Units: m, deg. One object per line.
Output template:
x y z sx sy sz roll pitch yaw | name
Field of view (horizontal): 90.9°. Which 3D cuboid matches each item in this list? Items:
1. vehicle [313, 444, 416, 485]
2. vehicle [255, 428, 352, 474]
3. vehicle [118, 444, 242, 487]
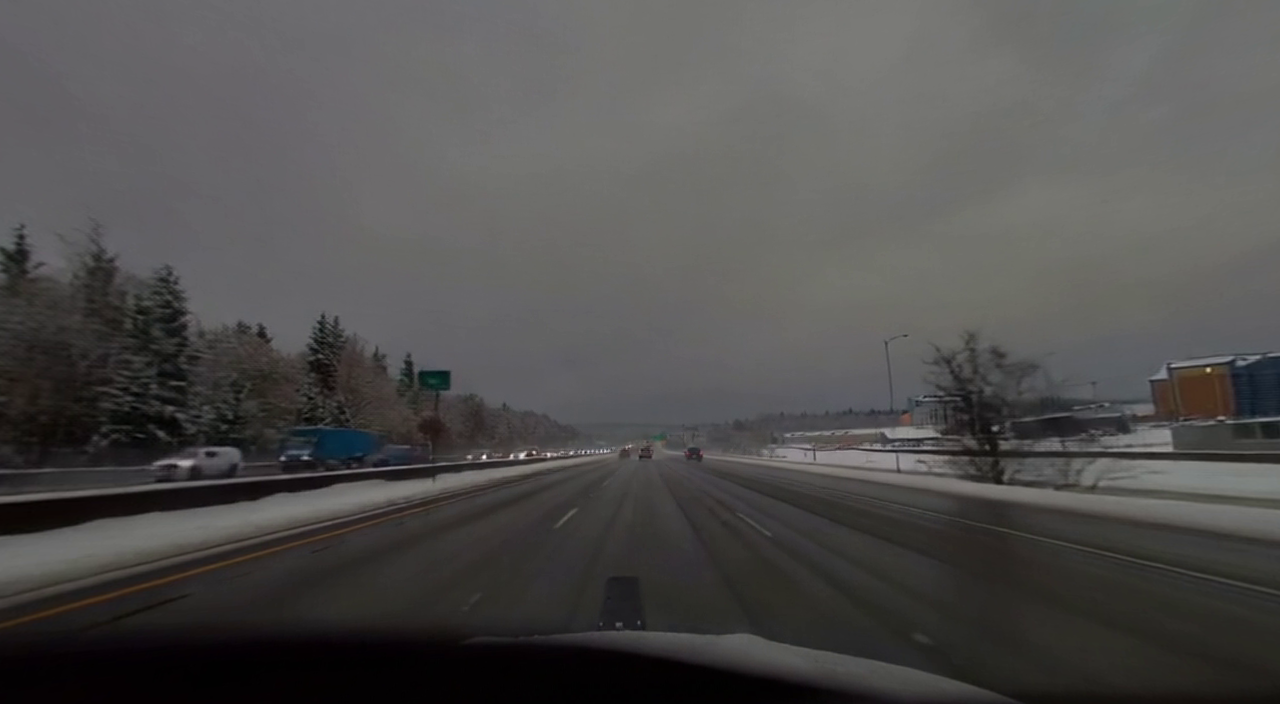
-10.917 4.478 25.383 2.064 1.477 4.488 0 -9 1 | vehicle
-20.455 6.089 38.801 2.352 2.598 6.329 0 -9 1 | vehicle
-18.799 4.640 26.055 1.803 1.585 4.350 0 -9 0 | vehicle
